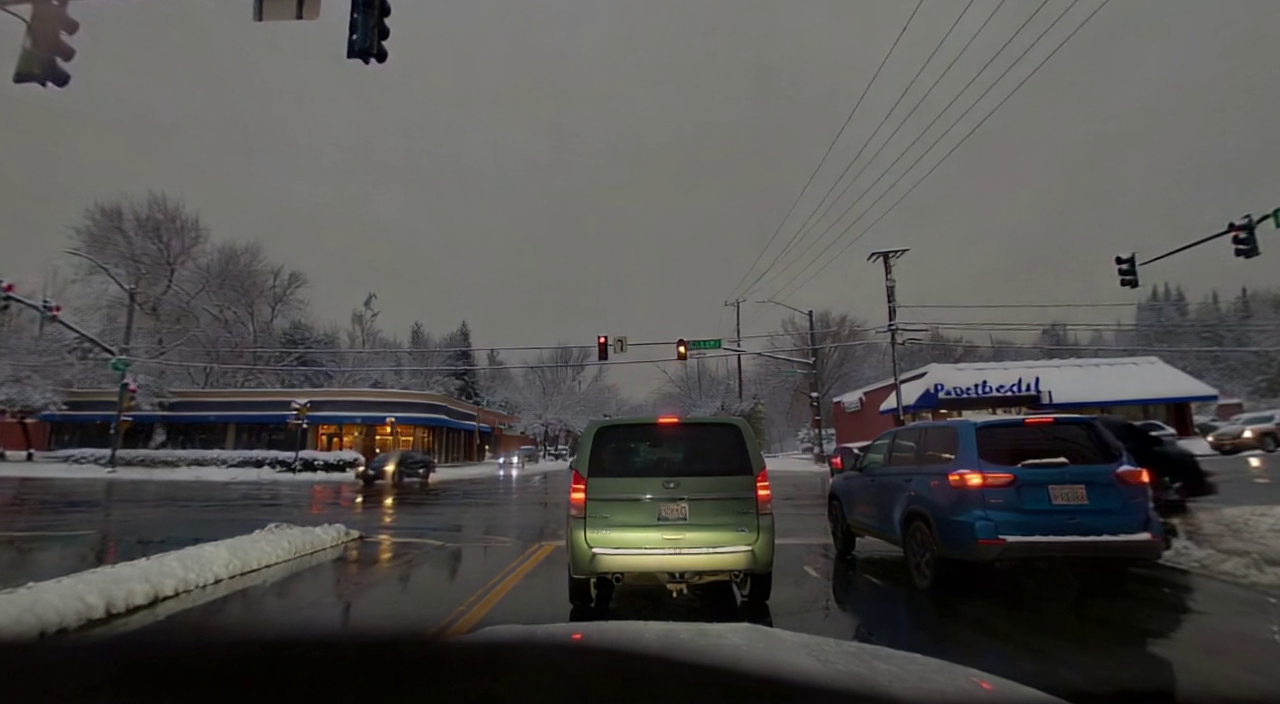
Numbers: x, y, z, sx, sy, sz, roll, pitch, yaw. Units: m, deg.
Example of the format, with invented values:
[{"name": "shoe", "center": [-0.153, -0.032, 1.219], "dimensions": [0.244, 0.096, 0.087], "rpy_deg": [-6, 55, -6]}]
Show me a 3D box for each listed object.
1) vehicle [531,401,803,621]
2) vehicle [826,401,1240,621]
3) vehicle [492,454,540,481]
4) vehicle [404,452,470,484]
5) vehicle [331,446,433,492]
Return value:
[{"name": "vehicle", "center": [0.258, 1.514, 6.860], "dimensions": [2.098, 1.682, 3.778], "rpy_deg": [0, -8, 2]}, {"name": "vehicle", "center": [3.619, 1.522, 6.986], "dimensions": [1.976, 1.664, 4.189], "rpy_deg": [0, -8, 2]}, {"name": "vehicle", "center": [-8.619, 8.072, 44.263], "dimensions": [1.957, 1.709, 4.574], "rpy_deg": [-1, -8, 6]}, {"name": "vehicle", "center": [-12.664, 7.222, 39.721], "dimensions": [2.090, 1.806, 4.971], "rpy_deg": [-1, -8, 5]}, {"name": "vehicle", "center": [-10.530, 4.762, 26.163], "dimensions": [2.023, 1.713, 4.451], "rpy_deg": [-1, -8, 5]}]
